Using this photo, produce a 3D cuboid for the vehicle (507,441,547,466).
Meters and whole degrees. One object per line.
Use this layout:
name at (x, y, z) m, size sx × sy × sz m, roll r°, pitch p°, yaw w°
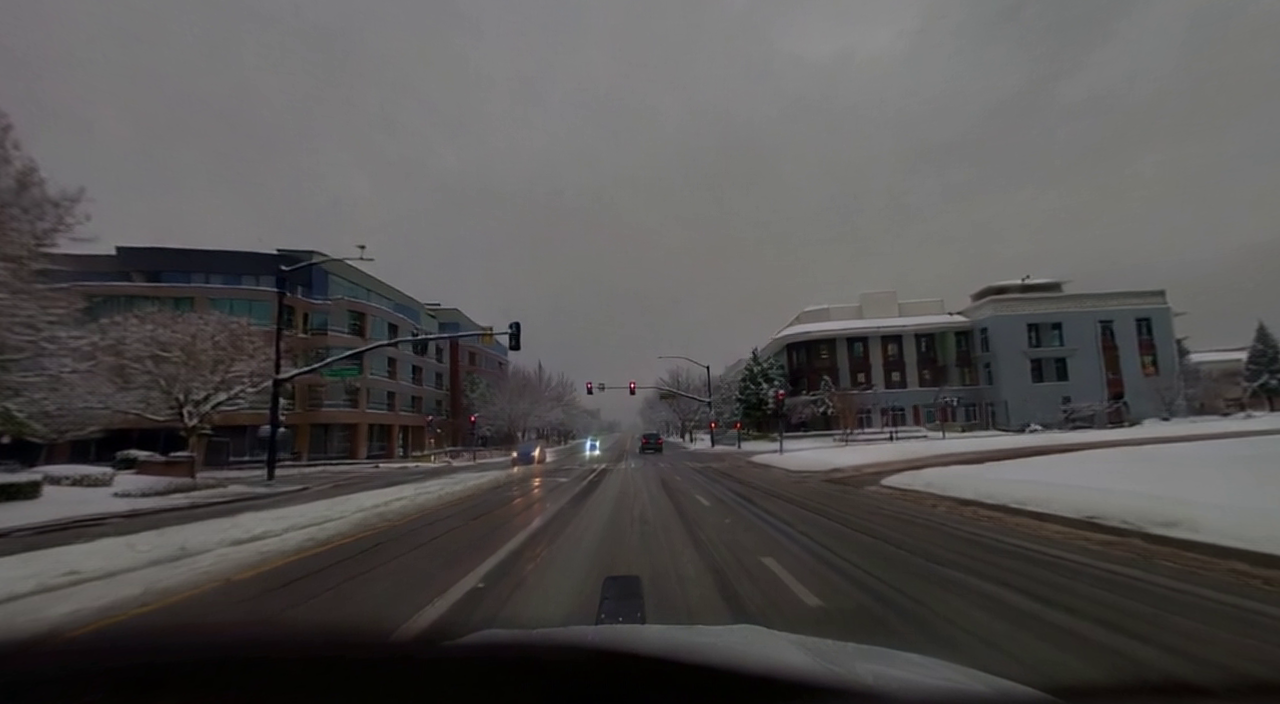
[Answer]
vehicle at (-8.197, 7.415, 46.278) m, size 2.165 × 1.685 × 4.274 m, roll 0°, pitch -9°, yaw -1°
